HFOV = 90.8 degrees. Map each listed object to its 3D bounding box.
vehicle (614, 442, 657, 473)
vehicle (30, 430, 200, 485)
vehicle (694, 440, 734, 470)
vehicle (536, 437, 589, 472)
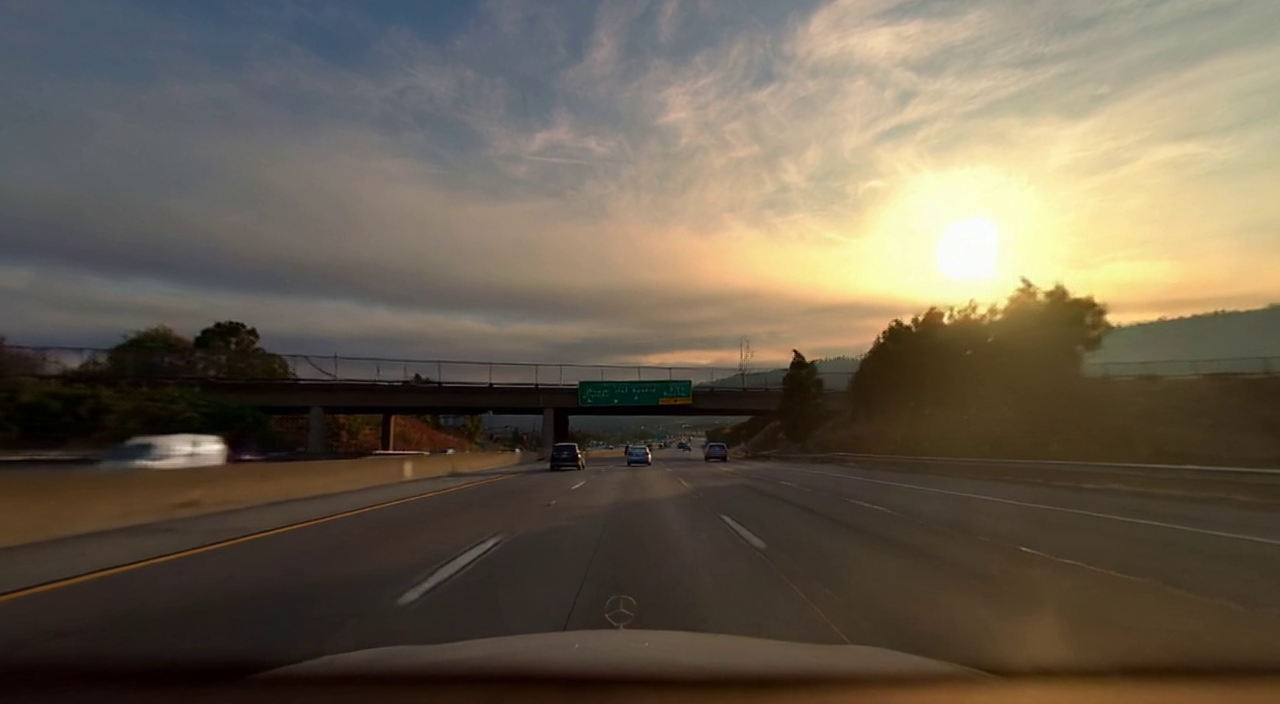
[{"bbox_3d":[-0.195,5.369,32.388,2.075,1.486,4.007,0,-8,0],"label":"vehicle"},{"bbox_3d":[-20.484,4.138,25.059,2.230,1.931,5.157,0,-9,1],"label":"vehicle"},{"bbox_3d":[4.259,6.009,36.925,1.936,1.625,3.991,0,-8,1],"label":"vehicle"},{"bbox_3d":[-4.071,5.475,33.927,2.113,1.756,4.471,0,-9,2],"label":"vehicle"}]
